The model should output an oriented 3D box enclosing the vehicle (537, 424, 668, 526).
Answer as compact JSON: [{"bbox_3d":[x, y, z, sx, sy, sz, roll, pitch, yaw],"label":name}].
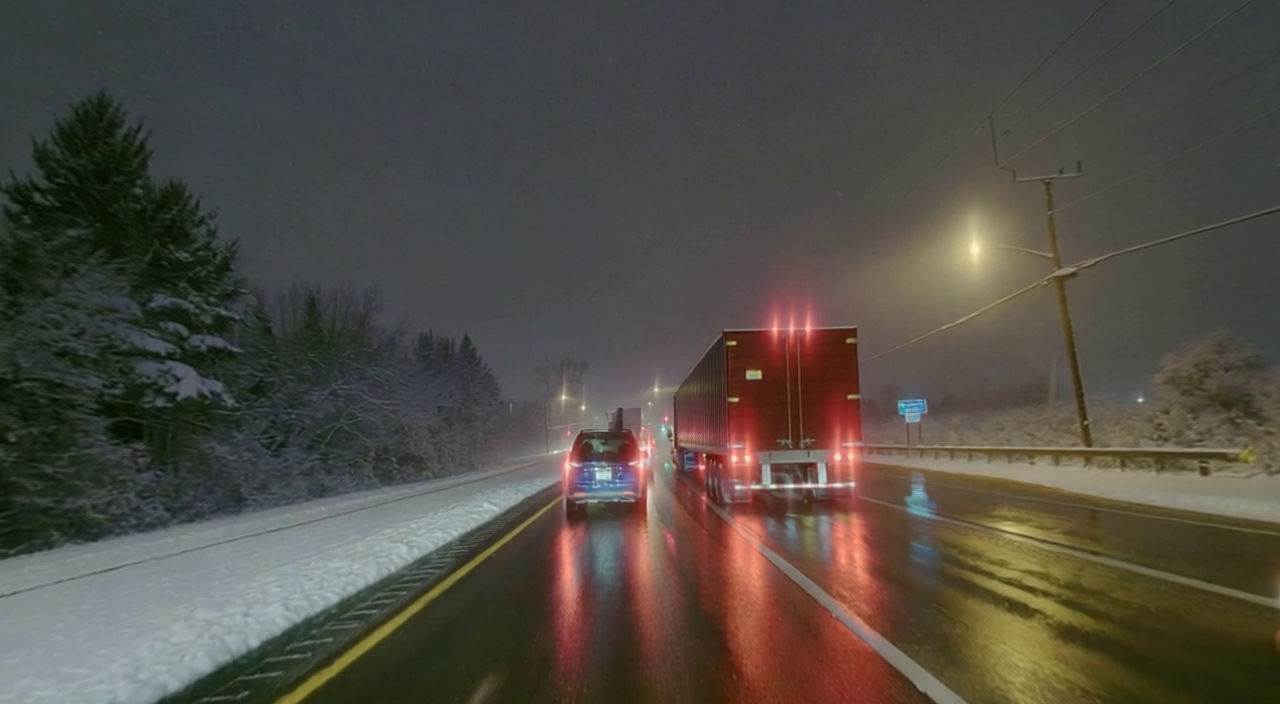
[{"bbox_3d":[-0.596,2.189,11.750,2.009,1.554,4.013,0,-8,0],"label":"vehicle"}]

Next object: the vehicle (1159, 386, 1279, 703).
[{"bbox_3d":[3.545,0.632,0.680,1.960,1.515,4.713,0,-8,0],"label":"vehicle"}]

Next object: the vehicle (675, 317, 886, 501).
[{"bbox_3d":[3.693,2.494,22.960,3.591,4.290,16.696,0,-8,-1],"label":"vehicle"}]
